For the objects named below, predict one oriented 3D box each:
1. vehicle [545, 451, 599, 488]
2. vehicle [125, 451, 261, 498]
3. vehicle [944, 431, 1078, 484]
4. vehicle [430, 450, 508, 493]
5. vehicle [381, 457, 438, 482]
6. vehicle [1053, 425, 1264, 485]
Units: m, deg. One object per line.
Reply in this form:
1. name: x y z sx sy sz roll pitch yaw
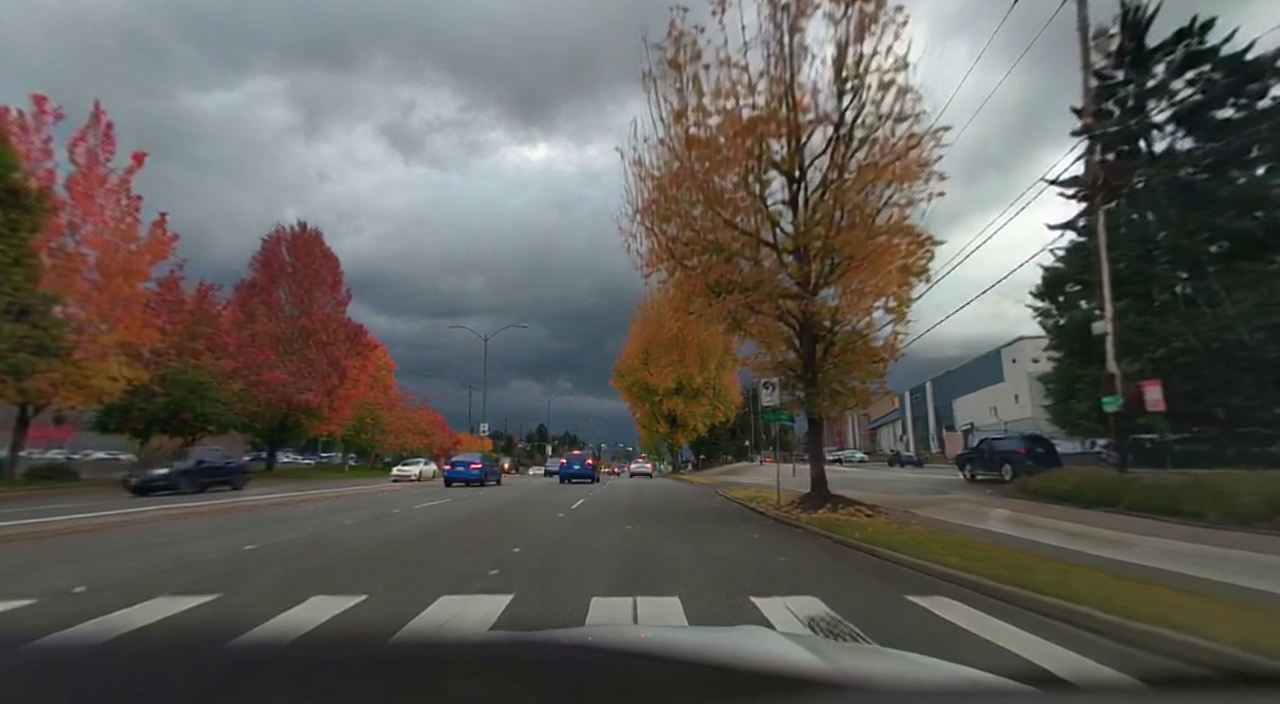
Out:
1. vehicle: -3.298 5.821 31.519 2.085 1.663 4.513 0 -9 1
2. vehicle: -15.825 4.324 22.595 1.843 1.520 3.995 0 -9 1
3. vehicle: 13.187 3.715 22.720 1.862 1.559 3.959 -4 -6 -11
4. vehicle: -6.996 4.909 26.257 1.932 1.596 4.247 0 -9 1
5. vehicle: -15.676 7.998 43.115 1.969 1.503 4.797 0 -9 1
6. vehicle: 14.519 2.930 18.003 1.826 1.474 4.254 3 -9 -17
